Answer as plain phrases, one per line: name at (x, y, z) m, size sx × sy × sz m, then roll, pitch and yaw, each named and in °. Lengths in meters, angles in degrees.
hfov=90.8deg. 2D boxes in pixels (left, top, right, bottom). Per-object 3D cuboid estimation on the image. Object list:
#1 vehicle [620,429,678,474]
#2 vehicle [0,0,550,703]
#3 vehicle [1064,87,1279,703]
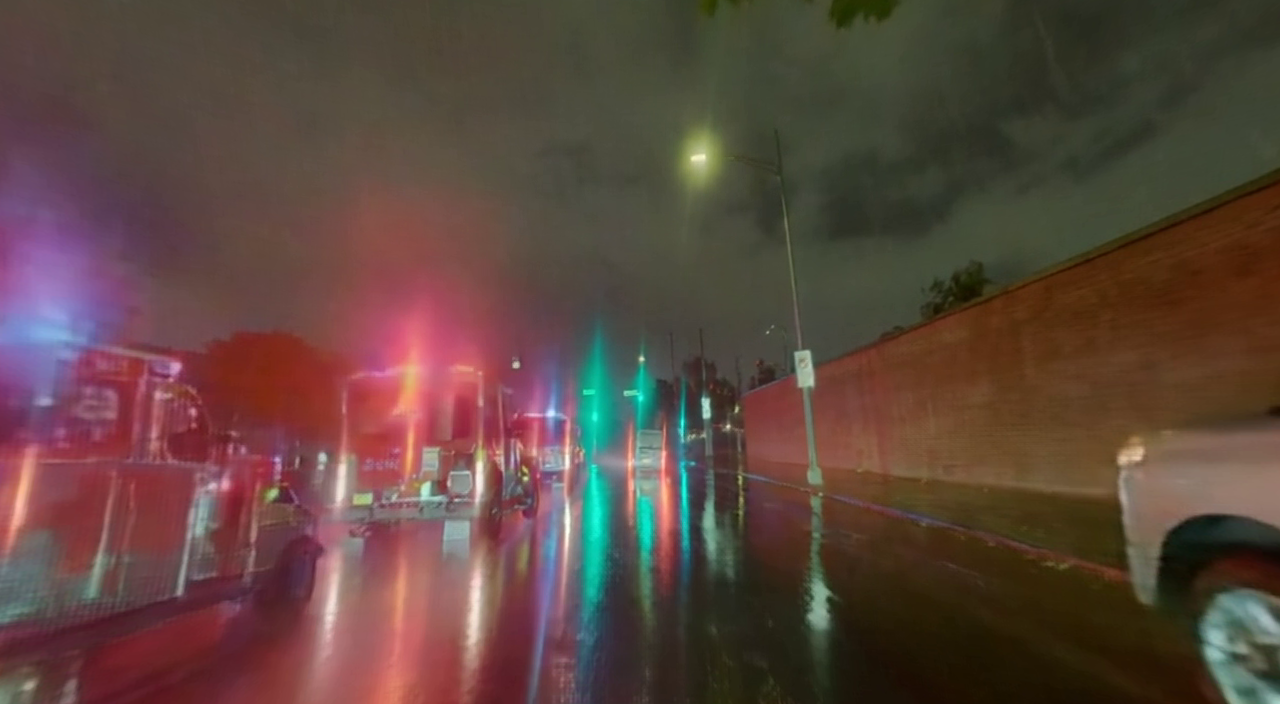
vehicle at (0.294, 4.534, 28.922) m, size 2.332 × 1.831 × 4.930 m, roll 0°, pitch -8°, yaw -3°
vehicle at (-3.220, 0.641, 5.390) m, size 3.644 × 3.138 × 9.346 m, roll 0°, pitch -8°, yaw -1°
vehicle at (4.077, 0.007, 0.743) m, size 3.411 × 2.429 × 5.271 m, roll 0°, pitch -8°, yaw 0°
